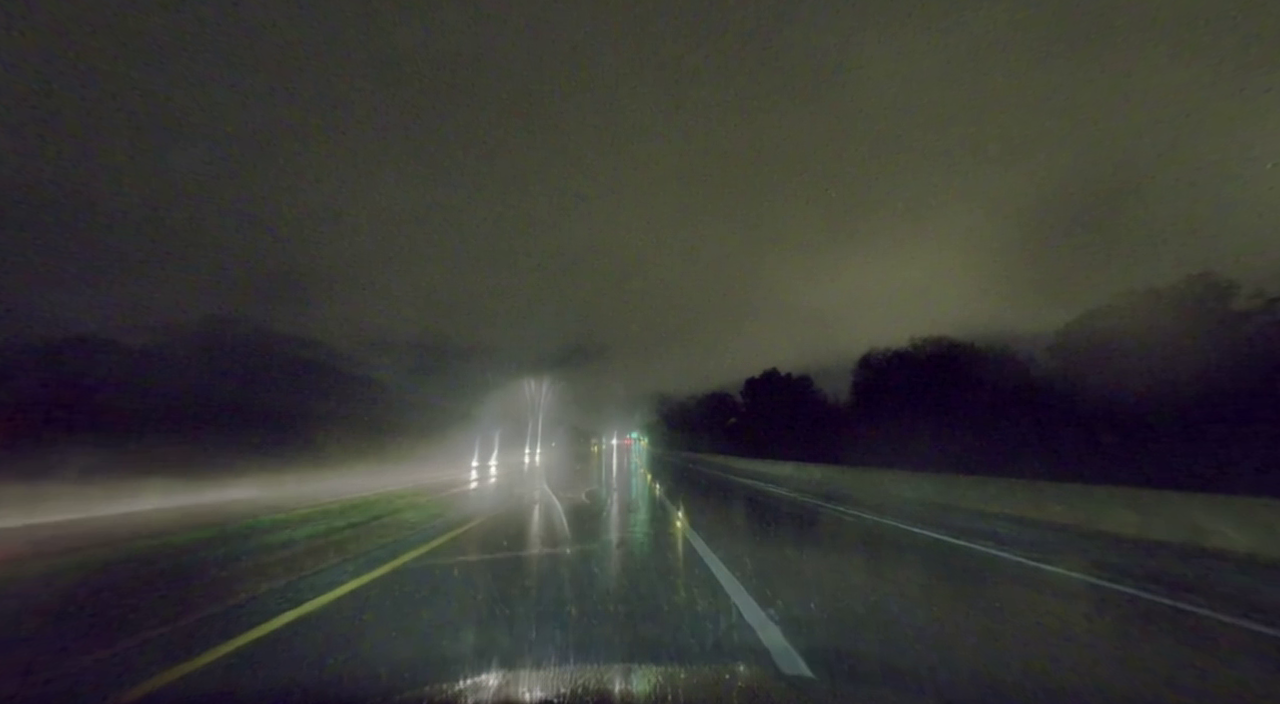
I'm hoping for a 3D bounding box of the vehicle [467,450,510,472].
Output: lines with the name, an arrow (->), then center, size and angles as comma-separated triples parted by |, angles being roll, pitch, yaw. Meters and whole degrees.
vehicle -> -10.551, 7.581, 44.052 | 1.926, 1.438, 4.501 | 0, -9, -1
